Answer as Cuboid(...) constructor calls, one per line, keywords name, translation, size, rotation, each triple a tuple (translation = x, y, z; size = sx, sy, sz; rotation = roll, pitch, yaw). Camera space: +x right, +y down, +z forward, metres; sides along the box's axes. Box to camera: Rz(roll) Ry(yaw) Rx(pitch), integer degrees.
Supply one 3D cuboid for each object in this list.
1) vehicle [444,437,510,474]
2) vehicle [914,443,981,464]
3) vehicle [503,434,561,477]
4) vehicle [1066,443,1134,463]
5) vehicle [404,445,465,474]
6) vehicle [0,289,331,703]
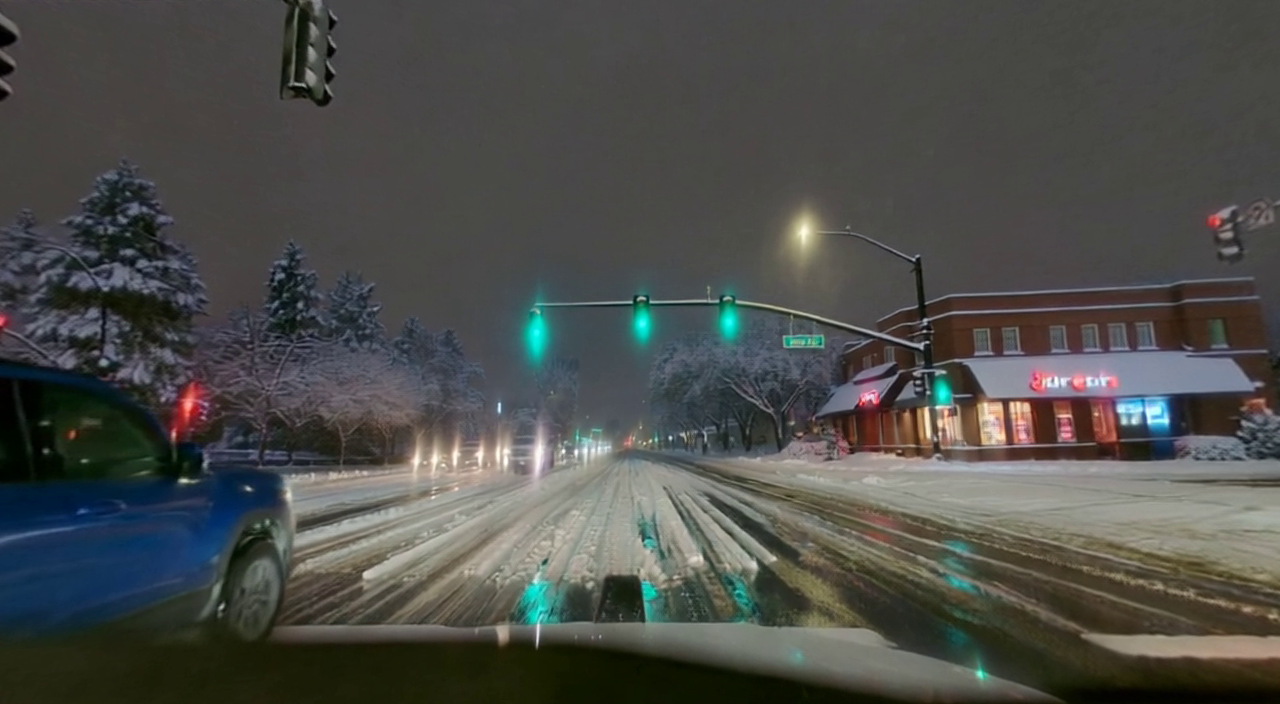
Cuboid(name="vehicle", translation=(-8.419, 5.393, 33.172), size=(2.273, 1.791, 4.809), rotation=(0, -8, -1))
Cuboid(name="vehicle", translation=(23.918, 7.896, 49.222), size=(4.135, 1.417, 1.851), rotation=(-2, -9, 2))
Cuboid(name="vehicle", translation=(-4.925, 4.774, 29.493), size=(2.384, 1.787, 5.038), rotation=(1, -8, -6))
Cuboid(name="vehicle", translation=(34.551, 7.606, 47.498), size=(3.740, 1.433, 1.646), rotation=(0, -8, -1))
Cuboid(name="vehicle", translation=(-11.322, 5.927, 35.143), size=(2.003, 1.476, 4.082), rotation=(0, -8, 1))
Cuboid(name="vehicle", translation=(-3.511, 0.747, 2.454), size=(2.313, 1.883, 5.016), rotation=(0, -8, -4))
